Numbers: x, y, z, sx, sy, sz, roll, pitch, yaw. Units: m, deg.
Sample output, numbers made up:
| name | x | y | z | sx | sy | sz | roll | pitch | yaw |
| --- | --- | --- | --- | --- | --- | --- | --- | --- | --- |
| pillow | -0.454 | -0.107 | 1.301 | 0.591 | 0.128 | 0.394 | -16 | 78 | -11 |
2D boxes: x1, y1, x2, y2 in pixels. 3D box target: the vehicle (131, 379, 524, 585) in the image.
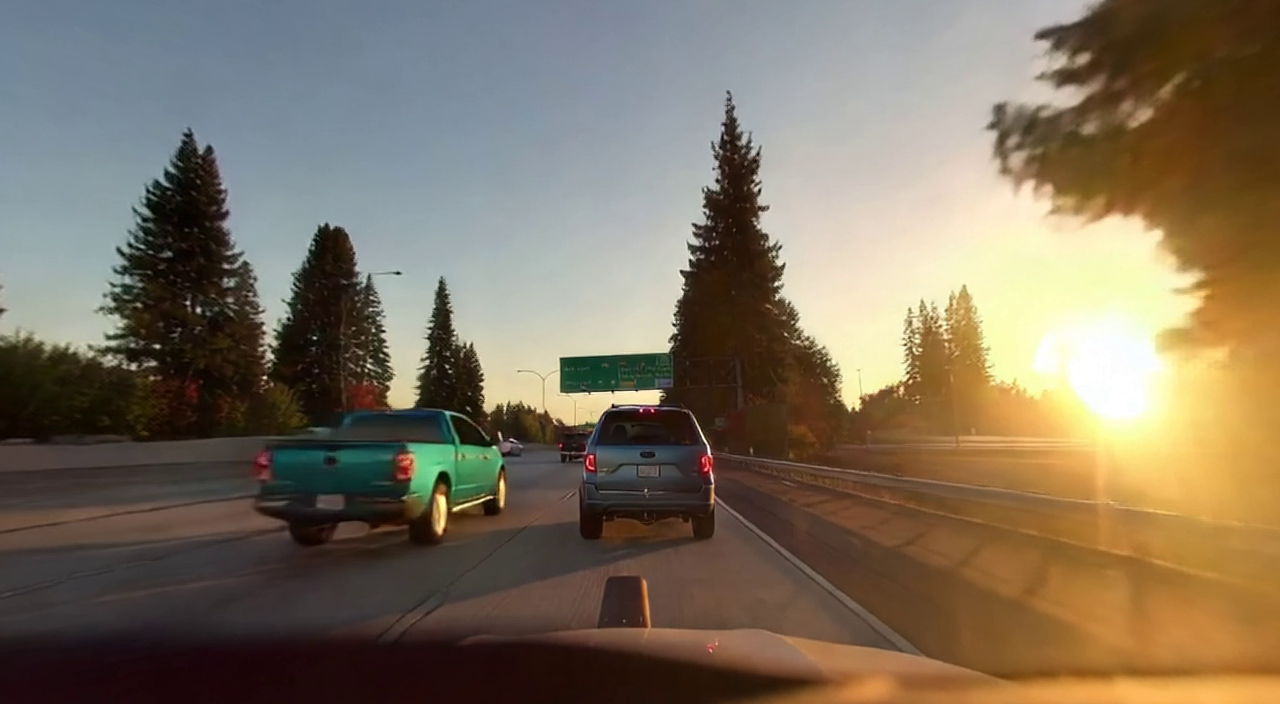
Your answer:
| name | x | y | z | sx | sy | sz | roll | pitch | yaw |
| --- | --- | --- | --- | --- | --- | --- | --- | --- | --- |
| vehicle | -3.341 | 1.607 | 8.706 | 2.235 | 1.826 | 6.106 | 0 | -9 | 1 |

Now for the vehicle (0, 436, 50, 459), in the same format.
| name | x | y | z | sx | sy | sz | roll | pitch | yaw |
| --- | --- | --- | --- | --- | --- | --- | --- | --- | --- |
| vehicle | -40.846 | 6.204 | 40.992 | 1.512 | 1.377 | 3.423 | 0 | -8 | 2 |

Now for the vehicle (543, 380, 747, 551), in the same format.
| name | x | y | z | sx | sy | sz | roll | pitch | yaw |
| --- | --- | --- | --- | --- | --- | --- | --- | --- | --- |
| vehicle | 0.053 | 1.698 | 9.908 | 2.395 | 2.013 | 4.734 | 0 | -9 | 0 |

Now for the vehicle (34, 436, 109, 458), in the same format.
| name | x | y | z | sx | sy | sz | roll | pitch | yaw |
| --- | --- | --- | --- | --- | --- | --- | --- | --- | --- |
| vehicle | -36.905 | 6.171 | 41.043 | 1.643 | 1.386 | 3.351 | 0 | -9 | 2 |
